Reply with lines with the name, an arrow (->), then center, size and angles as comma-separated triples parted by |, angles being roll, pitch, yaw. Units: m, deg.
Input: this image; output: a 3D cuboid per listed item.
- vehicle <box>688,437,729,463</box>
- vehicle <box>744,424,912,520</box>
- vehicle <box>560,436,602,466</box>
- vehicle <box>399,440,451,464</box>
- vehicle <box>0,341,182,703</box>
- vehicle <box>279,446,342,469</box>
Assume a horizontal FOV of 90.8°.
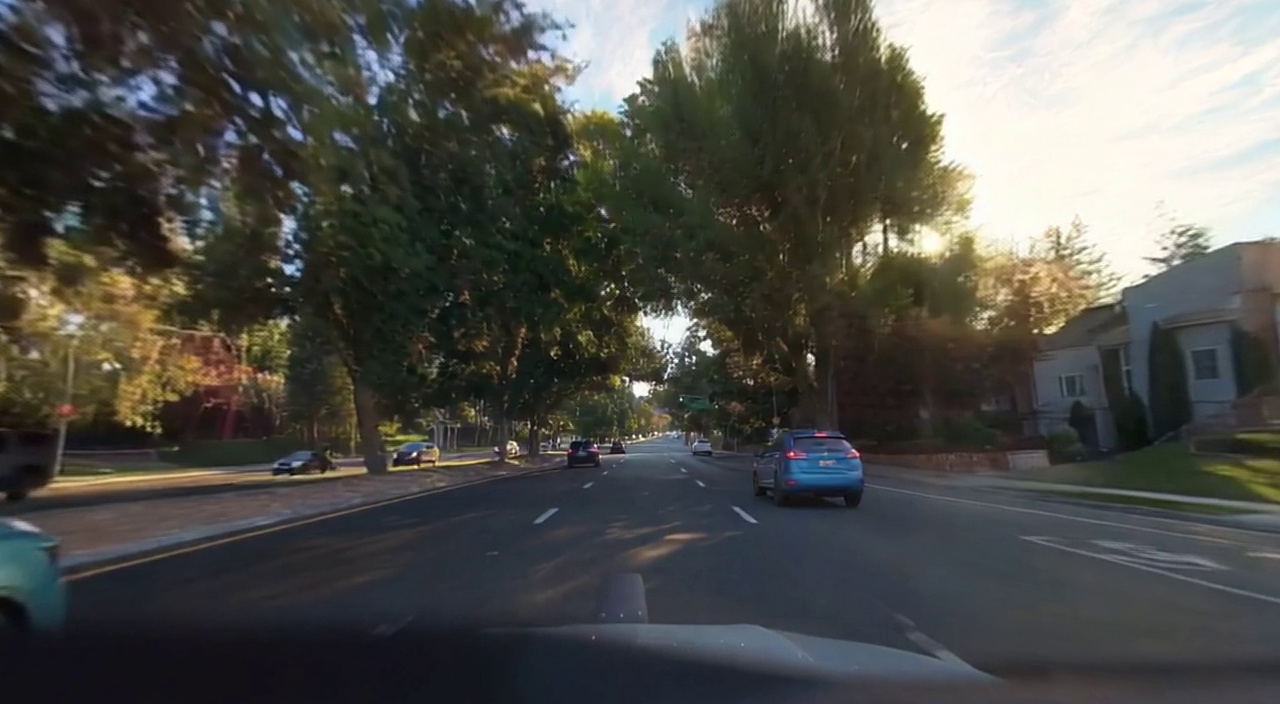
vehicle -> 4.517, 6.503, 42.056 | 2.169, 1.669, 4.037 | 0, -8, -1
vehicle -> 3.660, 2.434, 13.321 | 2.132, 1.659, 4.387 | 0, -8, -1
vehicle -> -3.314, 5.675, 36.279 | 1.988, 1.569, 4.202 | 0, -8, 0
vehicle -> -15.502, 7.231, 45.880 | 2.117, 1.680, 4.497 | 0, -8, 1
vehicle -> -3.470, 0.604, 0.972 | 2.045, 1.688, 4.632 | 0, -8, 0
vehicle -> -22.782, 7.307, 43.906 | 1.858, 1.485, 4.642 | 0, -8, 0
